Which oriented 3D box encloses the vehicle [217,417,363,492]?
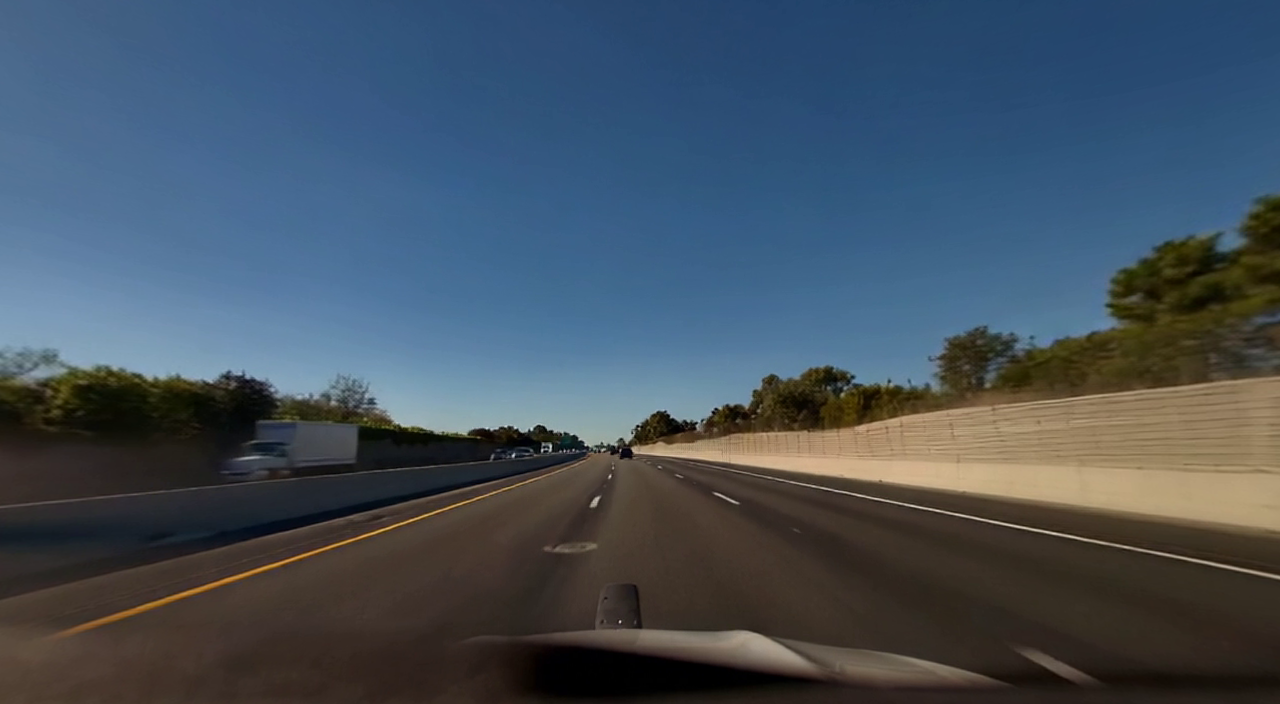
[{"bbox_3d":[-19.765,5.903,36.478,3.225,3.742,9.159,0,-9,-1],"label":"vehicle"}]

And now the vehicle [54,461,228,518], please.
[{"bbox_3d":[-15.654,4.292,20.123,1.932,1.495,4.511,0,-9,-2],"label":"vehicle"}]
